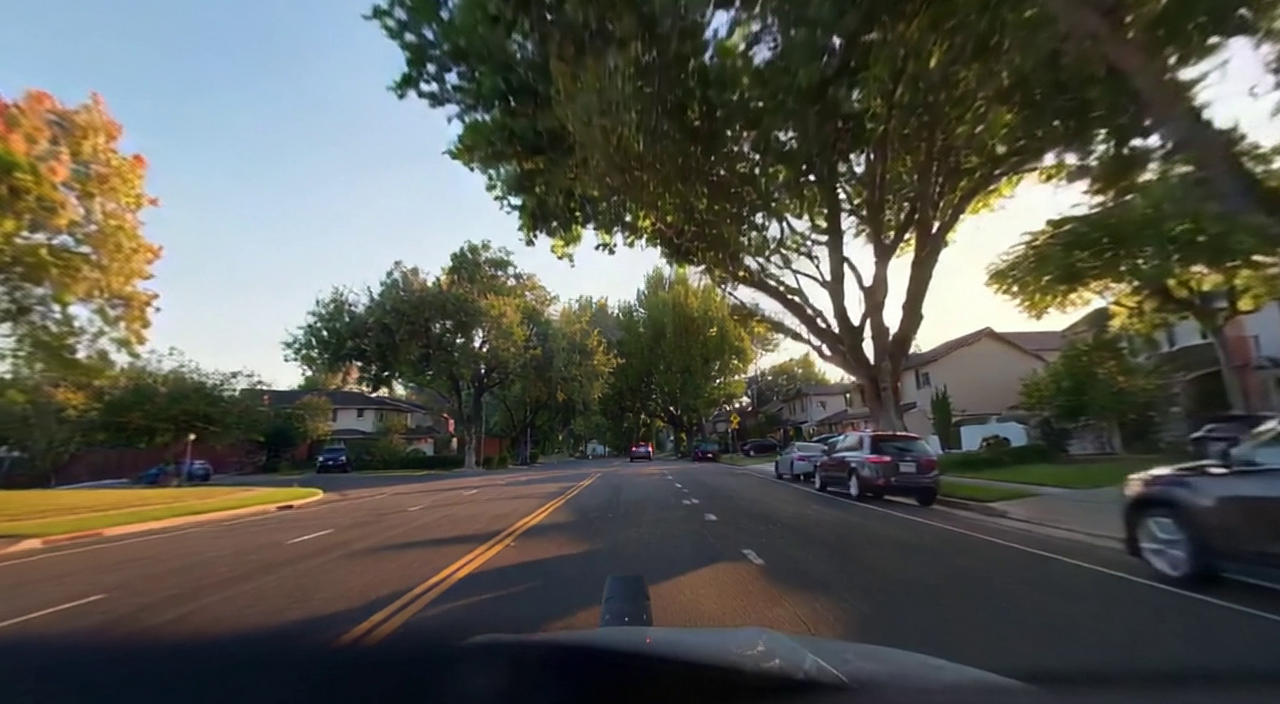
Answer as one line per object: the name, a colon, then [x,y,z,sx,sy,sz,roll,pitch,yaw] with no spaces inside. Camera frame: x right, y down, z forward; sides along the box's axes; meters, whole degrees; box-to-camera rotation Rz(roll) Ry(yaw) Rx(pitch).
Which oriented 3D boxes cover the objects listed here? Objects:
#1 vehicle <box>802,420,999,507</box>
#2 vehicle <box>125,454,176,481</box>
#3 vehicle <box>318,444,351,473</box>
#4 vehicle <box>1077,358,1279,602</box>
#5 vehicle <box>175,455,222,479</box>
vehicle: [6.627,2.943,17.160,2.878,1.927,5.774,-1,-8,0]
vehicle: [-34.033,7.977,43.890,1.934,1.689,3.999,4,-9,-26]
vehicle: [-23.528,8.195,48.681,2.083,2.113,4.490,3,-9,-24]
vehicle: [6.542,0.992,4.792,2.260,2.046,5.766,-1,-8,0]
vehicle: [-31.457,8.194,45.065,1.866,1.484,4.553,3,-9,-24]
